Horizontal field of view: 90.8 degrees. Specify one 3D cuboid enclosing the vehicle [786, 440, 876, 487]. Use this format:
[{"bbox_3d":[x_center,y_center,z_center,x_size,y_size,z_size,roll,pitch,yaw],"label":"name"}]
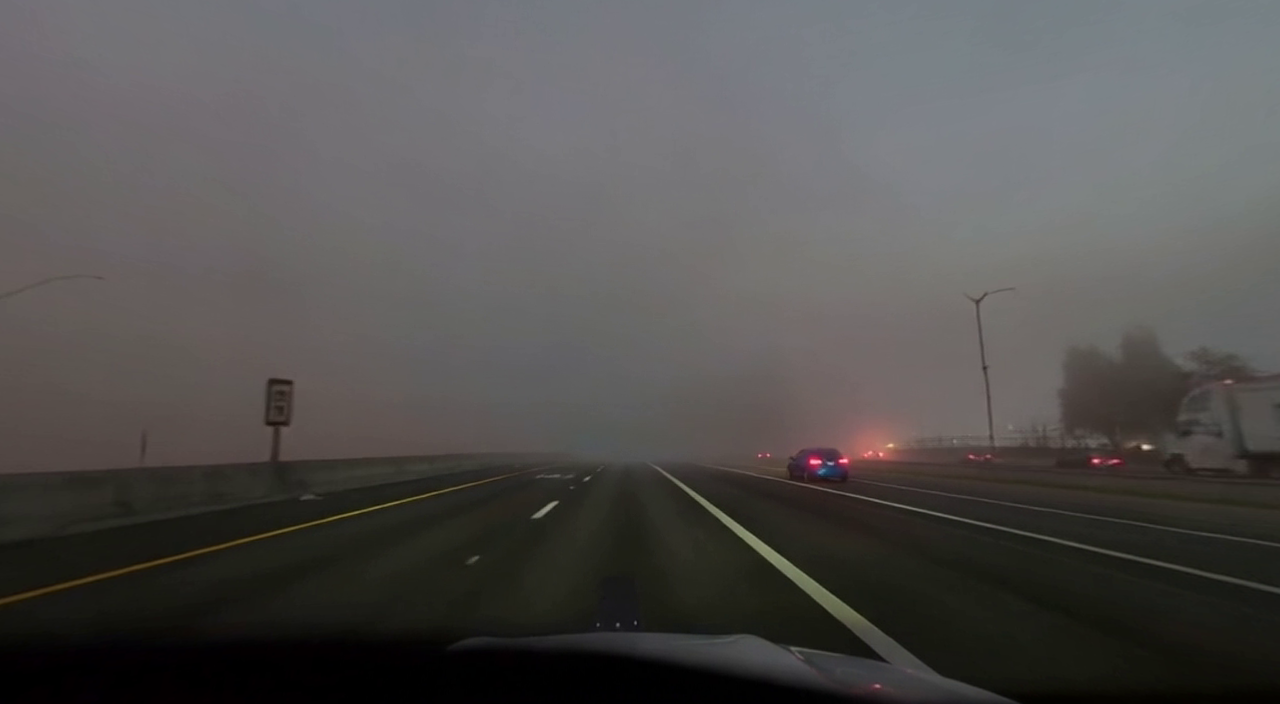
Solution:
[{"bbox_3d":[6.874,4.019,23.250,1.958,1.498,4.447,0,-8,0],"label":"vehicle"}]
